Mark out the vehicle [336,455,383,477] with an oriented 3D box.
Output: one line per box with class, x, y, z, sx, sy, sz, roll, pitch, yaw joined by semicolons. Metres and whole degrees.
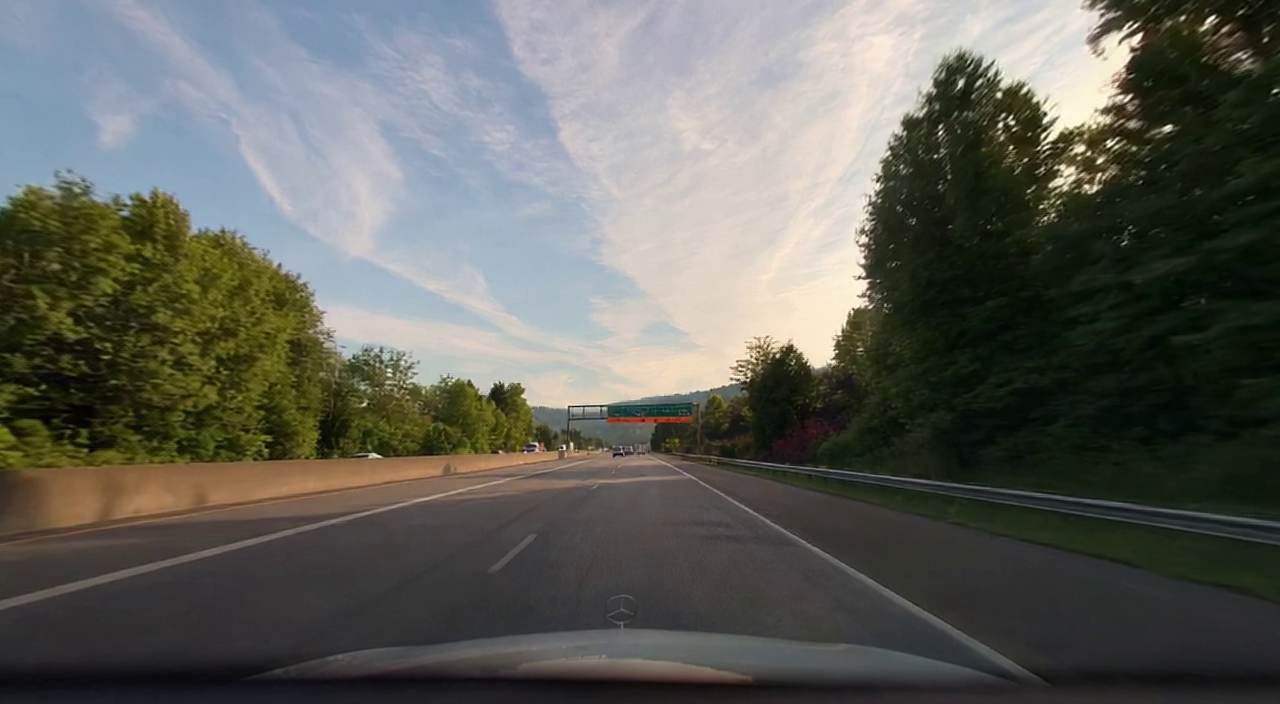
vehicle;-20.489;8.310;46.219;1.658;1.394;3.896;3;-9;-2
